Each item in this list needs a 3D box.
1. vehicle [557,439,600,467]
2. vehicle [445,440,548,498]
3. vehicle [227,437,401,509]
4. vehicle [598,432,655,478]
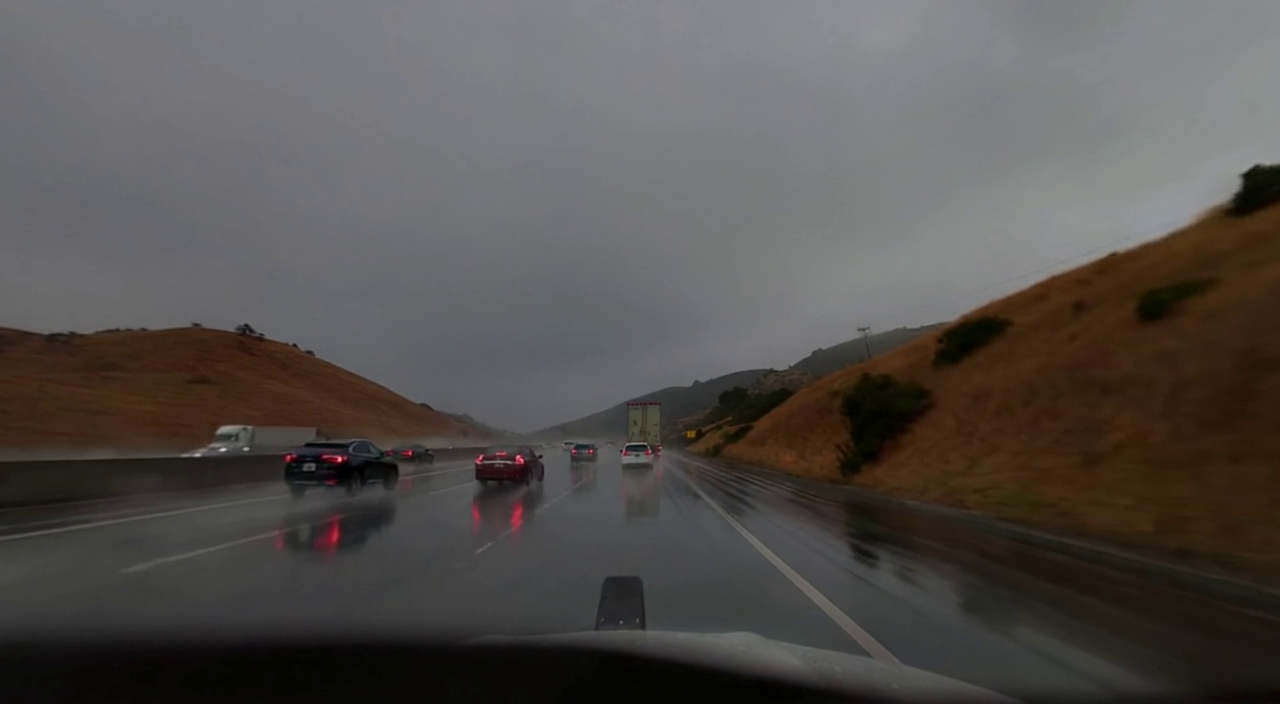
[{"bbox_3d":[-3.789,6.303,39.448,2.155,1.661,4.477,0,-9,1],"label":"vehicle"},{"bbox_3d":[-4.077,3.401,18.741,1.943,1.468,4.547,0,-9,0],"label":"vehicle"},{"bbox_3d":[-7.824,2.919,15.675,2.029,1.507,4.204,0,-9,1],"label":"vehicle"},{"bbox_3d":[-0.535,4.403,27.133,2.281,1.795,4.297,1,-9,0],"label":"vehicle"}]
